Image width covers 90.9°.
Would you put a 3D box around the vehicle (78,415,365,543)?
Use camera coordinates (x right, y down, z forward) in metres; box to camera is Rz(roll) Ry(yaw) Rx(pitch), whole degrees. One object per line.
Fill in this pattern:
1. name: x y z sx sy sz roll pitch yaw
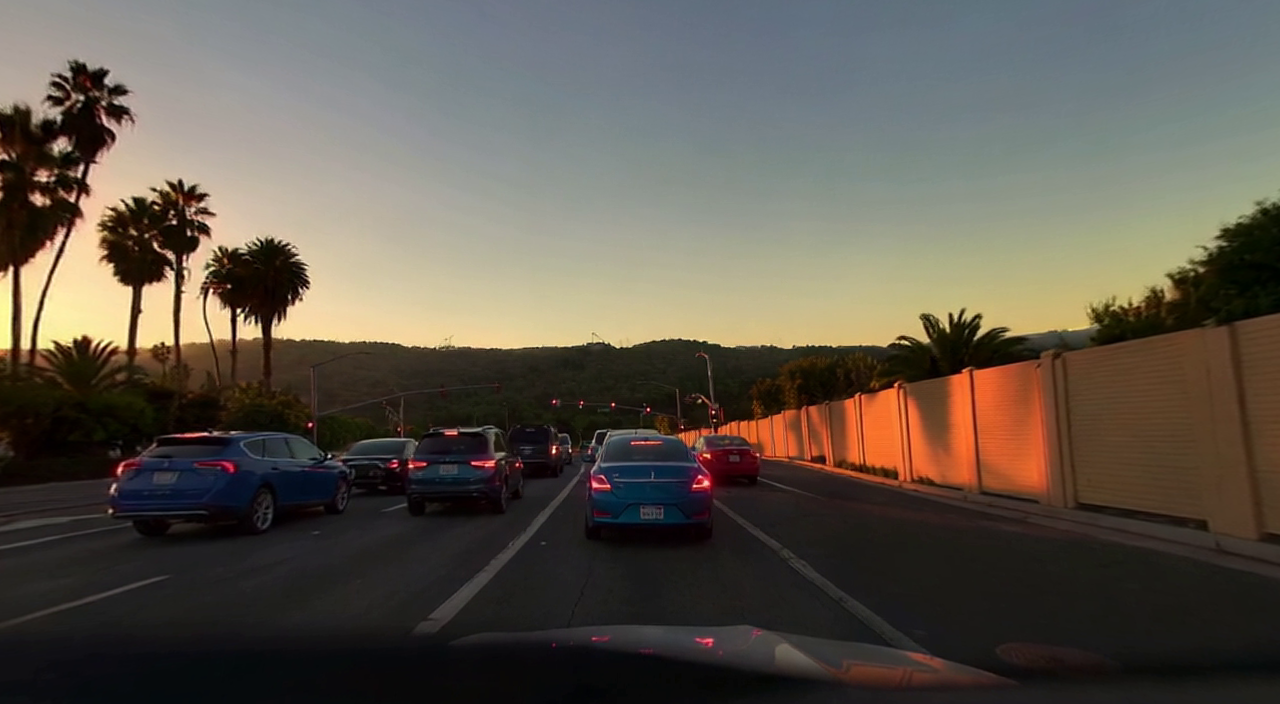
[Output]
1. vehicle: -6.683 2.067 10.883 1.963 1.721 4.467 0 -8 -2

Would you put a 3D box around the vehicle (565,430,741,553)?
1. vehicle: 0.072 2.008 9.832 2.128 1.473 4.272 0 -8 -2

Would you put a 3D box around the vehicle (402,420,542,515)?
1. vehicle: -3.450 2.462 13.846 2.007 1.746 4.136 0 -8 -2
